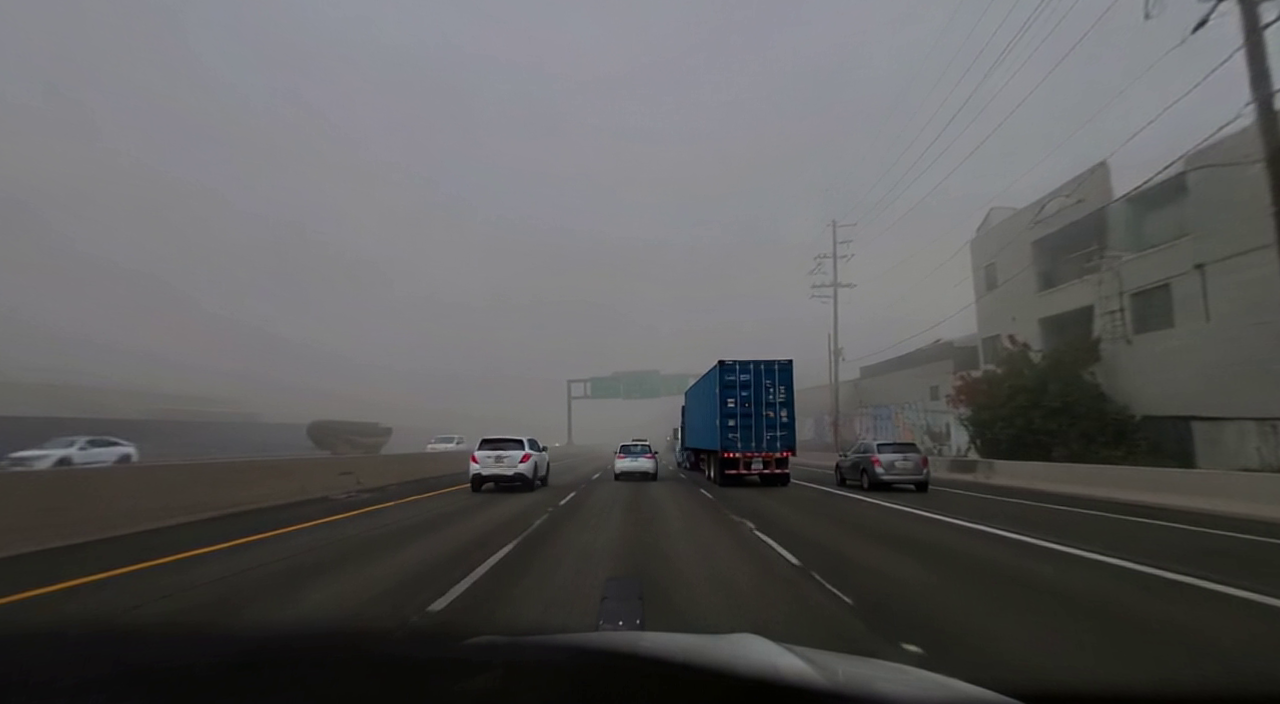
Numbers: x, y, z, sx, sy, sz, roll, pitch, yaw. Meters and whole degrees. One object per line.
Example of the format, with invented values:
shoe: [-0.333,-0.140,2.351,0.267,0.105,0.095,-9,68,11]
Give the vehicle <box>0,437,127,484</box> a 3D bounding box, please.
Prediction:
vehicle: [-23.309,4.268,25.165,2.015,1.698,4.521,0,-9,-3]

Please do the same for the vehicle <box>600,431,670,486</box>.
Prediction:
vehicle: [-0.182,3.618,21.704,2.191,1.685,4.015,0,-9,-1]

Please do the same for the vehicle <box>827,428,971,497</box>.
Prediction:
vehicle: [7.259,3.160,18.385,2.202,1.731,4.628,0,-9,0]

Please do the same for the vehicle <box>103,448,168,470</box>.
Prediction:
vehicle: [-37.280,7.890,46.829,1.801,1.569,3.898,1,-9,-5]

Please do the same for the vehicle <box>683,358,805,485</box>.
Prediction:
vehicle: [3.755,3.169,26.703,2.800,4.039,13.179,0,-9,-1]

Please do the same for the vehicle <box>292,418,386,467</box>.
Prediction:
vehicle: [-20.539,6.312,43.742,2.772,3.069,7.347,0,-9,1]

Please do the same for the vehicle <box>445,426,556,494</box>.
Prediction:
vehicle: [-4.070,3.269,19.426,2.264,1.804,4.584,0,-9,1]

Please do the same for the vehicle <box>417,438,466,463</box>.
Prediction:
vehicle: [-13.080,6.501,41.923,1.925,1.567,4.342,0,-9,-1]
